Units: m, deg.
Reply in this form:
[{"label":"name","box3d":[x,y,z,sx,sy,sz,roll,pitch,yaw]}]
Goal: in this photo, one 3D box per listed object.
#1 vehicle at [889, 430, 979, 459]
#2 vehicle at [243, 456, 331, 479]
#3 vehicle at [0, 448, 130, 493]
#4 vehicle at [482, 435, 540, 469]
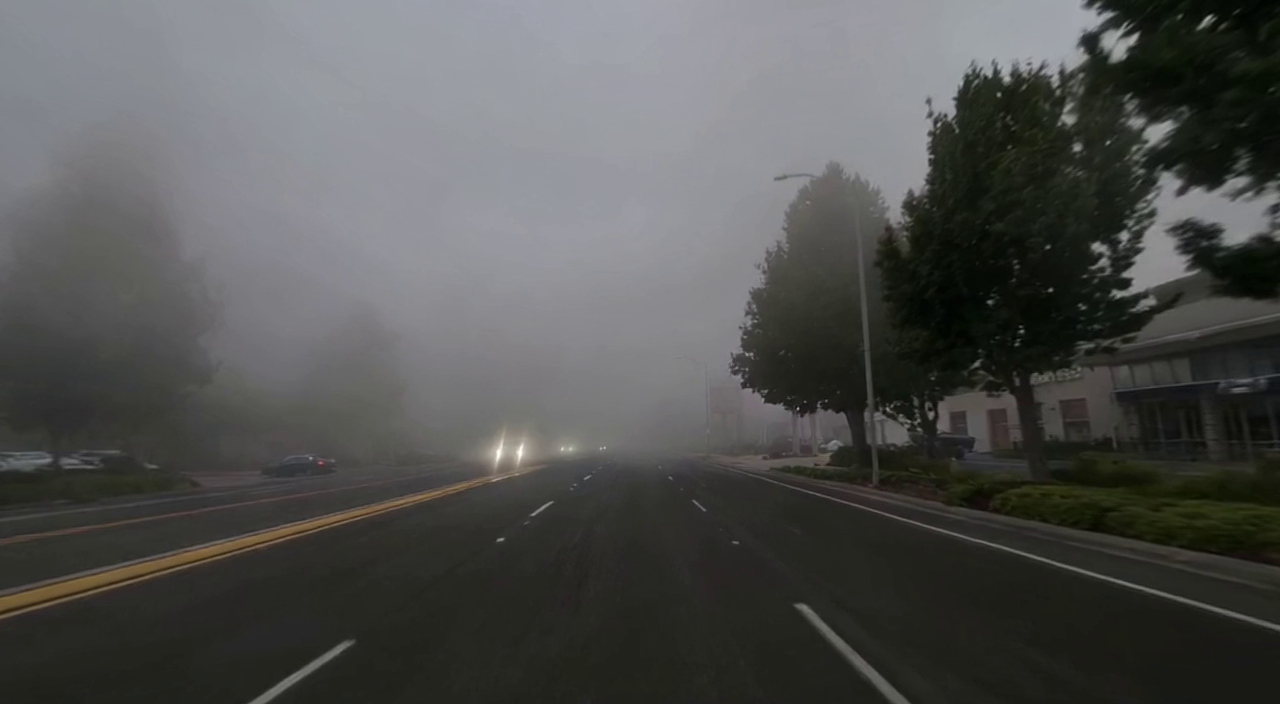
[{"label":"vehicle","box3d":[16.663,5.233,35.781,4.647,1.514,1.891,4,-9,-23]},{"label":"vehicle","box3d":[-23.270,7.617,41.770,4.578,1.448,1.904,0,-8,-2]},{"label":"vehicle","box3d":[-30.451,6.152,33.288,2.271,1.965,5.778,-3,-7,0]},{"label":"vehicle","box3d":[-7.826,6.106,38.917,2.452,1.905,6.188,0,-8,-2]}]
